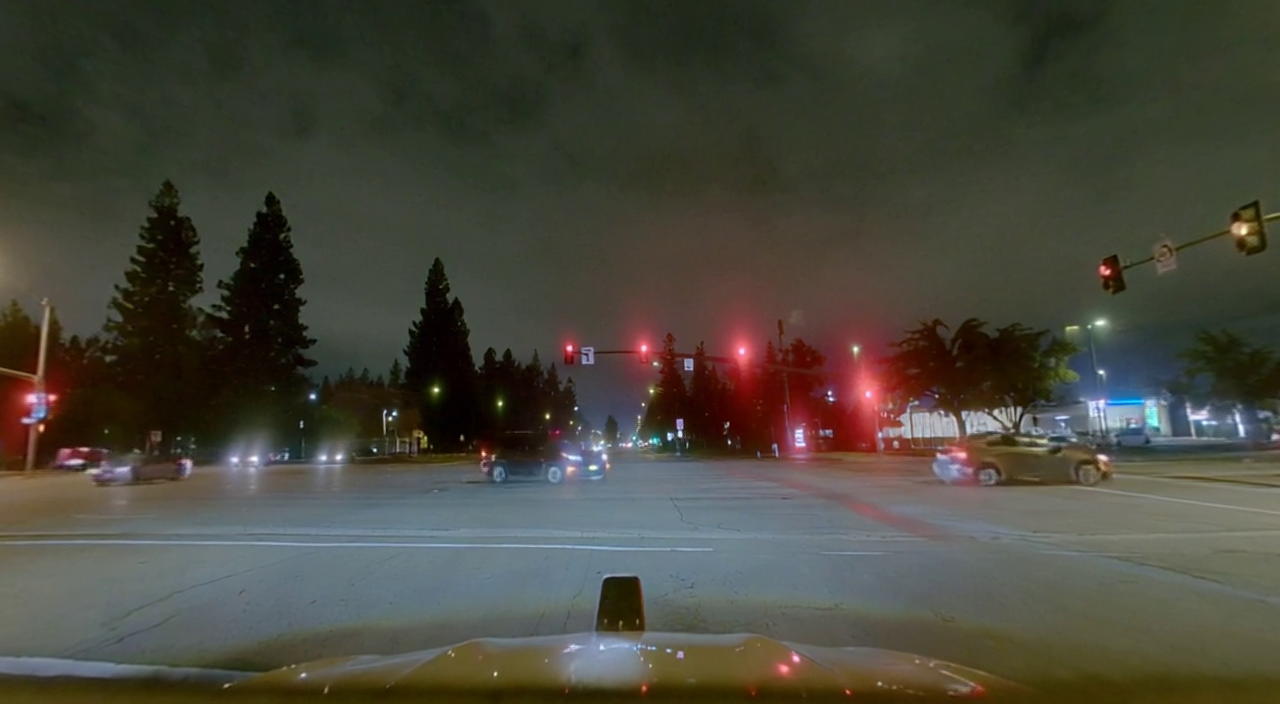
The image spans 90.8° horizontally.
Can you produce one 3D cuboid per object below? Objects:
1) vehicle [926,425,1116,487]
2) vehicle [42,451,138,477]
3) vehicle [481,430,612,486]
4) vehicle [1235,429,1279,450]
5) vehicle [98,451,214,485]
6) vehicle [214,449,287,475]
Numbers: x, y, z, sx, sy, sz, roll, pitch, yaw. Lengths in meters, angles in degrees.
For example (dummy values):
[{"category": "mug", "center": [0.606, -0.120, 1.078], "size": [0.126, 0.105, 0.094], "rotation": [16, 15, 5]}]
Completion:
[{"category": "vehicle", "center": [10.918, 3.017, 18.412], "size": [4.180, 1.678, 1.982], "rotation": [-1, -9, 6]}, {"category": "vehicle", "center": [-41.414, 8.434, 47.622], "size": [2.901, 1.827, 5.034], "rotation": [-9, -13, 44]}, {"category": "vehicle", "center": [-3.803, 4.147, 25.071], "size": [5.310, 1.972, 2.223], "rotation": [-8, -11, 41]}, {"category": "vehicle", "center": [45.669, 6.272, 45.267], "size": [1.786, 1.412, 4.330], "rotation": [0, -8, 0]}, {"category": "vehicle", "center": [-23.142, 5.528, 30.461], "size": [1.909, 1.473, 4.571], "rotation": [0, -8, 1]}, {"category": "vehicle", "center": [-26.500, 7.484, 43.201], "size": [2.135, 1.637, 4.582], "rotation": [0, -9, -1]}]
